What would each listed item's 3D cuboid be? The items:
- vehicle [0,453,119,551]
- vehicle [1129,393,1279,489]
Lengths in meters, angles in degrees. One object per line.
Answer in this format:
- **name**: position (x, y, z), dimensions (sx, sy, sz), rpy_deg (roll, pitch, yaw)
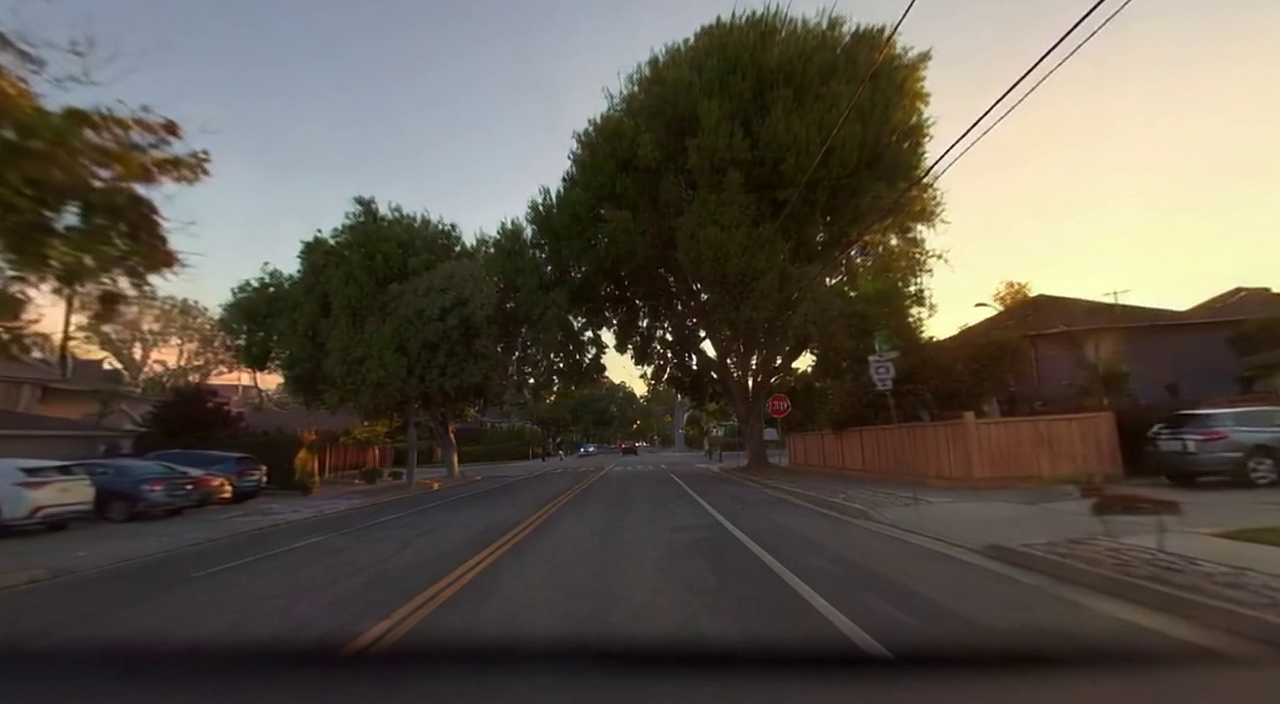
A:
- **vehicle**: position (-12.271, 2.612, 11.352), dimensions (3.927, 1.560, 2.049), rpy_deg (0, -8, -1)
- **vehicle**: position (13.129, 1.852, 13.125), dimensions (4.653, 1.775, 1.906), rpy_deg (1, -9, -10)
